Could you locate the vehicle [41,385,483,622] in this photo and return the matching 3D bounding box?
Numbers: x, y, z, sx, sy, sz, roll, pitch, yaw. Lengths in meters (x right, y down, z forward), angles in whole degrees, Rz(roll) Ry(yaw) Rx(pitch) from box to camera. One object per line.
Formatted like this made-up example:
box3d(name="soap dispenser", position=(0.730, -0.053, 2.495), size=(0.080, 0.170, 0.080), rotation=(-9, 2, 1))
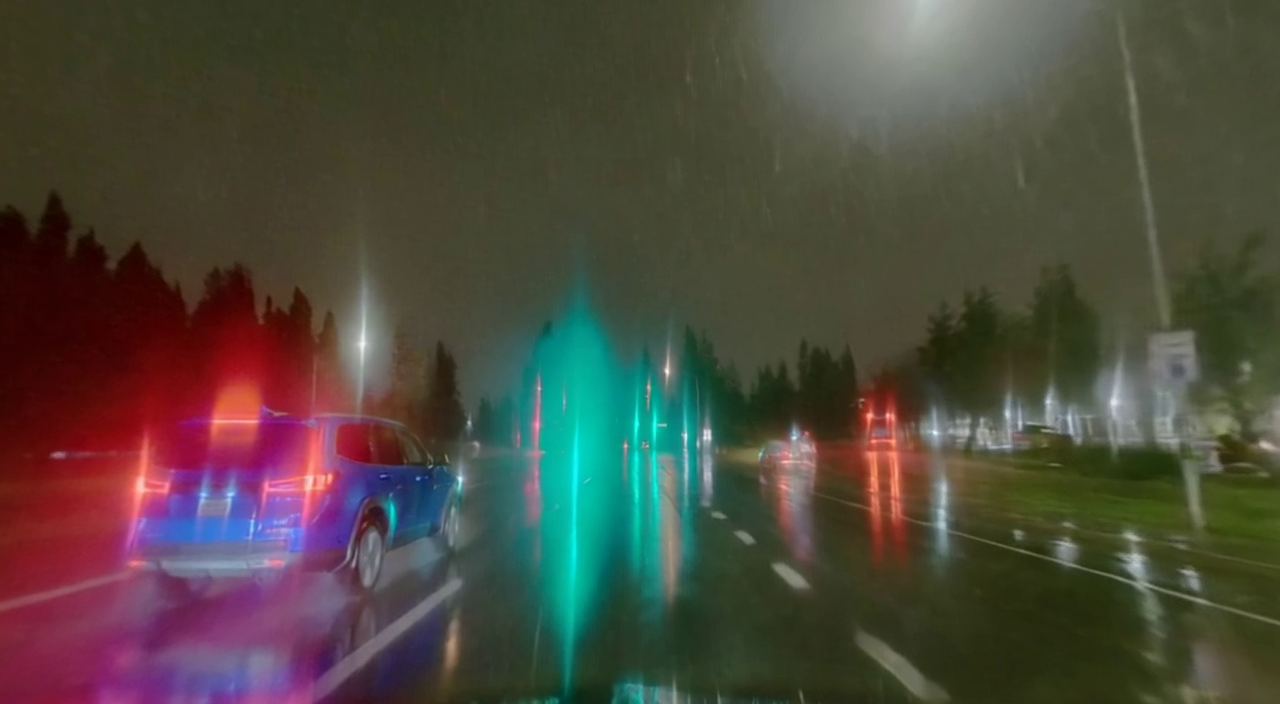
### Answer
box3d(name="vehicle", position=(-3.317, 1.430, 6.894), size=(2.033, 1.713, 4.503), rotation=(0, -8, 0))
